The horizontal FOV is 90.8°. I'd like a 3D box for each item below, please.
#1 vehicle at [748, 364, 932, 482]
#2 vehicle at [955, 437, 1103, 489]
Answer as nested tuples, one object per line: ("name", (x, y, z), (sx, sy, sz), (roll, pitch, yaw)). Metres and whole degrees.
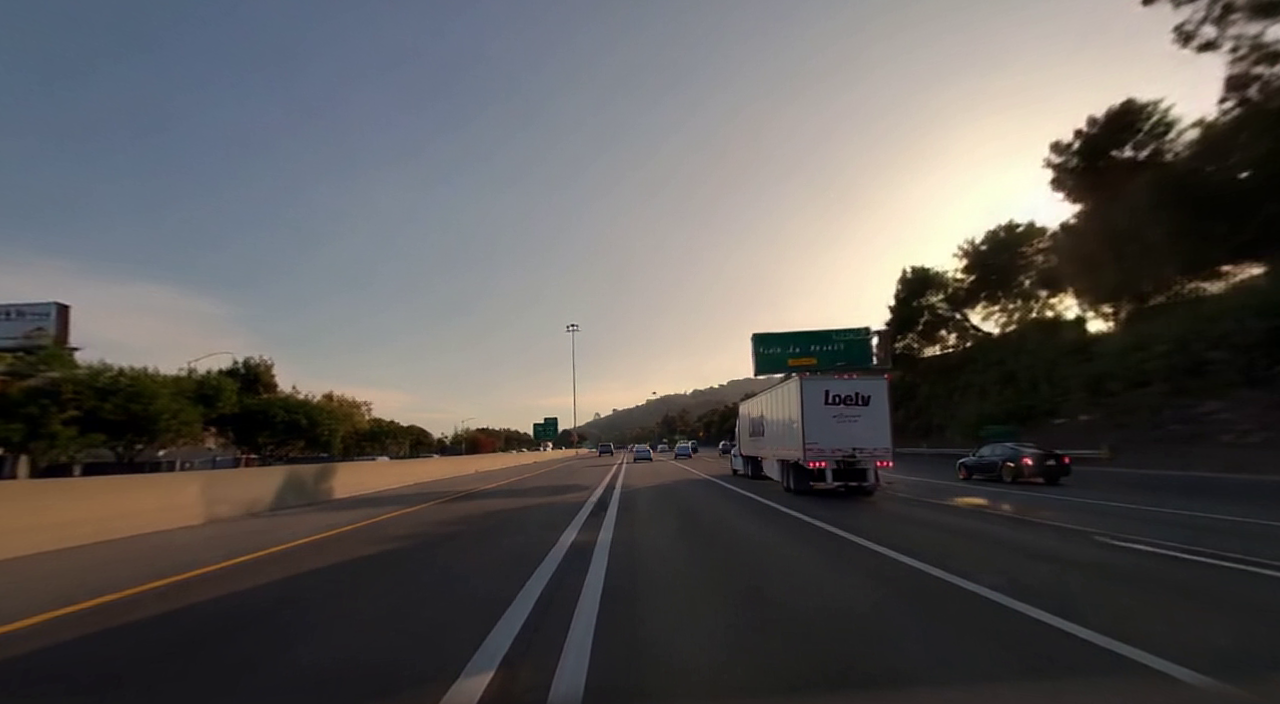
("vehicle", (8.372, 3.691, 30.303), (2.892, 4.128, 16.495), (0, -9, -2))
("vehicle", (12.373, 3.537, 20.503), (1.862, 1.462, 4.459), (0, -9, -2))
